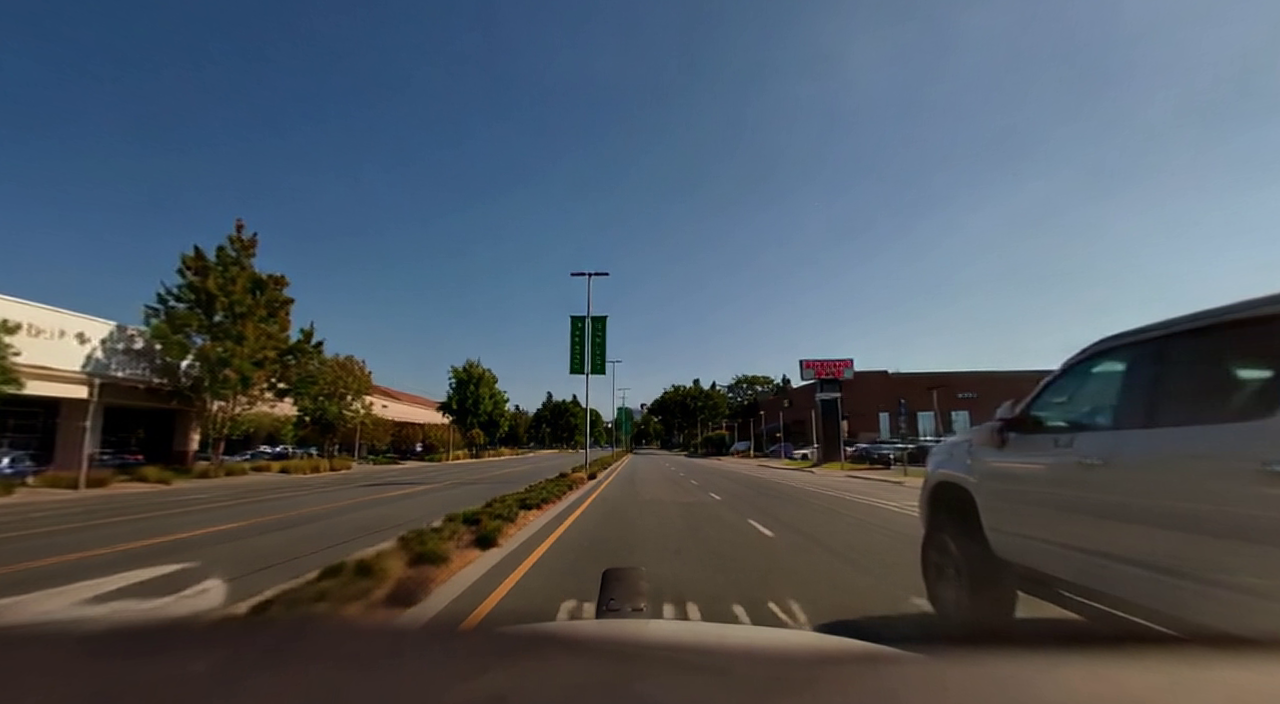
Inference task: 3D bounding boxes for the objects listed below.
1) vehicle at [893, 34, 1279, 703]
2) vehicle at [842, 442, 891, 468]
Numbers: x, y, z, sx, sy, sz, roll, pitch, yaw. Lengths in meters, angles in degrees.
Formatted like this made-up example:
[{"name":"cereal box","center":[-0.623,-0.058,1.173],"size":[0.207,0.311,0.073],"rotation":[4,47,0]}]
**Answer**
[{"name":"vehicle","center":[3.294,0.339,2.149],"size":[2.484,2.642,5.990],"rotation":[0,-8,2]},{"name":"vehicle","center":[16.880,7.678,47.122],"size":[1.882,1.699,4.367],"rotation":[-2,-7,-2]}]
